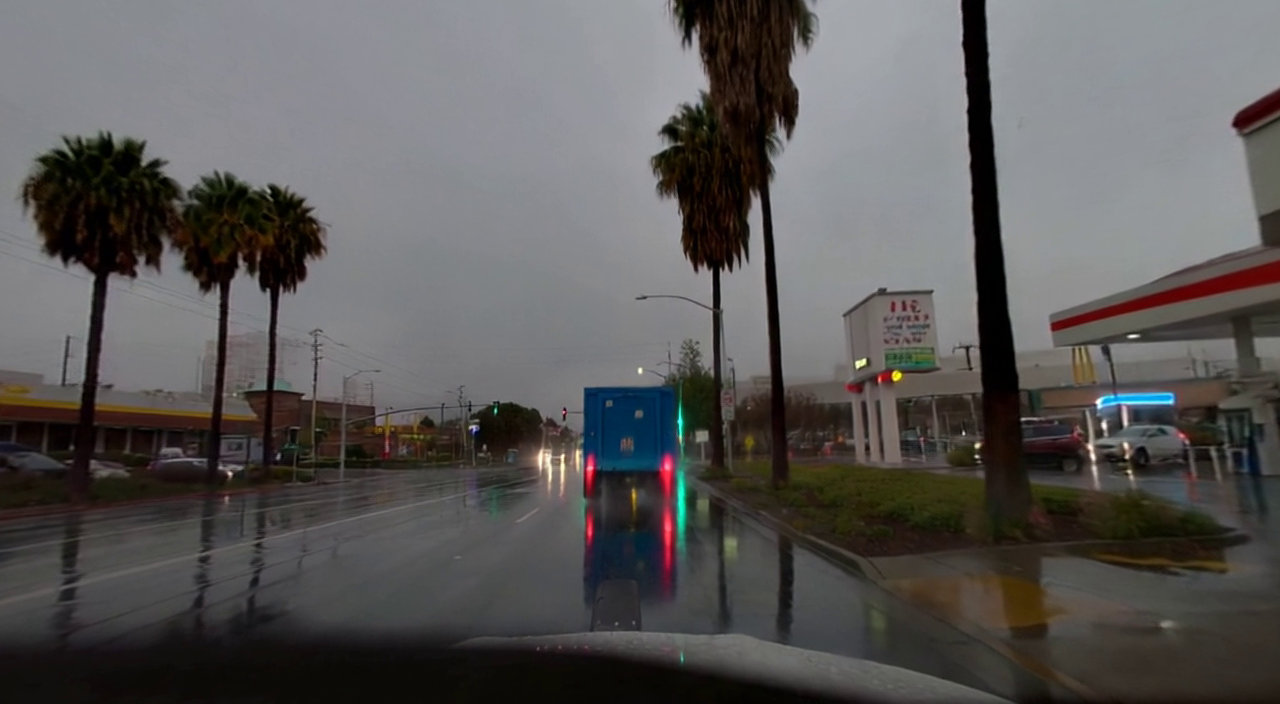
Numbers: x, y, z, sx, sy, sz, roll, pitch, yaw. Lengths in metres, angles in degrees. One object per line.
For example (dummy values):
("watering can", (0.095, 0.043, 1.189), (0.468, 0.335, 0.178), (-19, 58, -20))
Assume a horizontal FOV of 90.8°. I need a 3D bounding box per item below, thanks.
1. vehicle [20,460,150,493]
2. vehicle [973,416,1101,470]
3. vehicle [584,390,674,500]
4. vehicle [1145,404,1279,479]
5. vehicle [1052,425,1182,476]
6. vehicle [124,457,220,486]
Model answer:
("vehicle", (-27.809, 6.219, 31.896), (4.493, 1.453, 1.912), (4, -9, -27))
("vehicle", (15.885, 3.647, 25.226), (5.078, 1.937, 2.326), (6, -10, -34))
("vehicle", (-0.246, 2.965, 20.347), (2.463, 2.954, 5.938), (0, -8, 1))
("vehicle", (15.709, 2.328, 16.769), (4.472, 1.730, 1.939), (2, -10, -31))
("vehicle", (15.222, 3.120, 20.110), (4.105, 1.433, 1.931), (6, -10, -33))
("vehicle", (-27.954, 7.143, 37.931), (4.303, 1.567, 2.021), (5, -10, -29))
